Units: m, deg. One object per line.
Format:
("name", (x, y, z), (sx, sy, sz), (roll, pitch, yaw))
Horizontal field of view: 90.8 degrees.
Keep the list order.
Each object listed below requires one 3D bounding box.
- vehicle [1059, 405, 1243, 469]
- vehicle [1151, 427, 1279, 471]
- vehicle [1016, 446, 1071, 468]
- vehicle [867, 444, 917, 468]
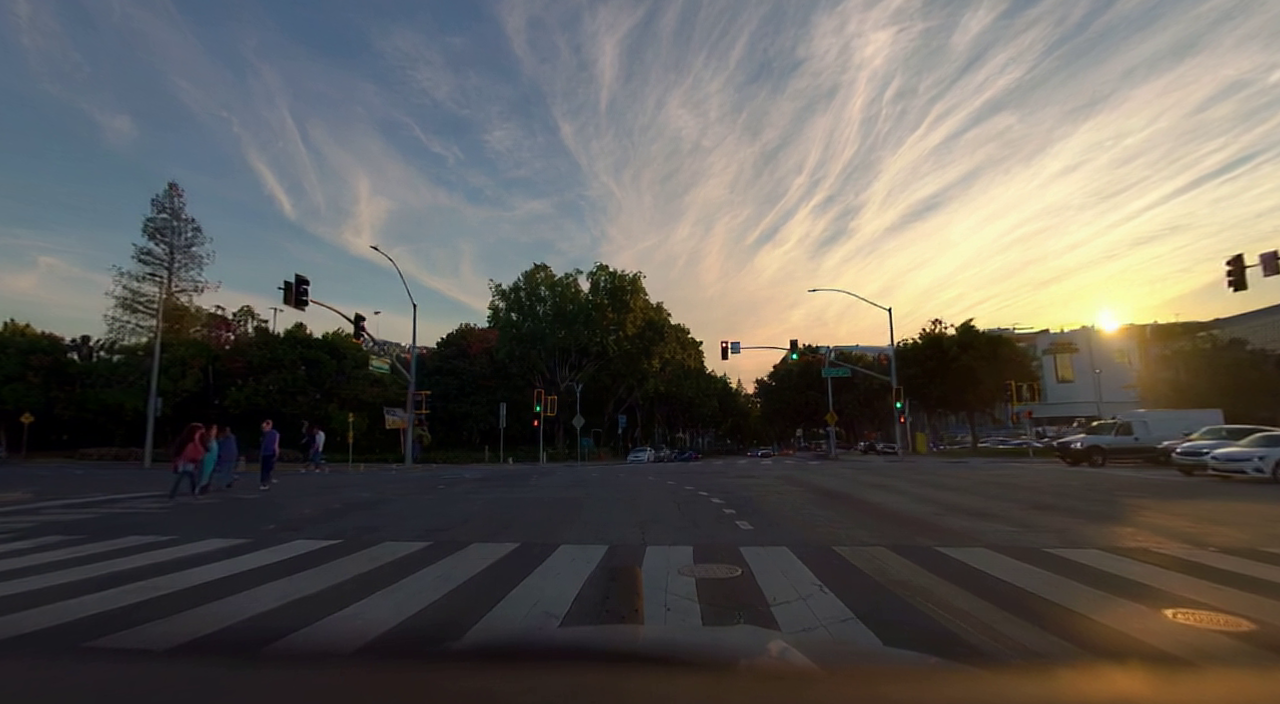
("vehicle", (22.971, 3.867, 28.672), (5.855, 2.746, 2.523), (-1, -9, 4))
("vehicle", (21.314, 3.414, 22.304), (4.740, 1.464, 1.876), (-1, -9, 3))
("vehicle", (27.687, 7.184, 43.465), (1.589, 1.405, 3.633), (-1, -9, 6))
("vehicle", (17.514, 7.244, 44.102), (1.789, 1.557, 4.293), (0, -9, 1))
